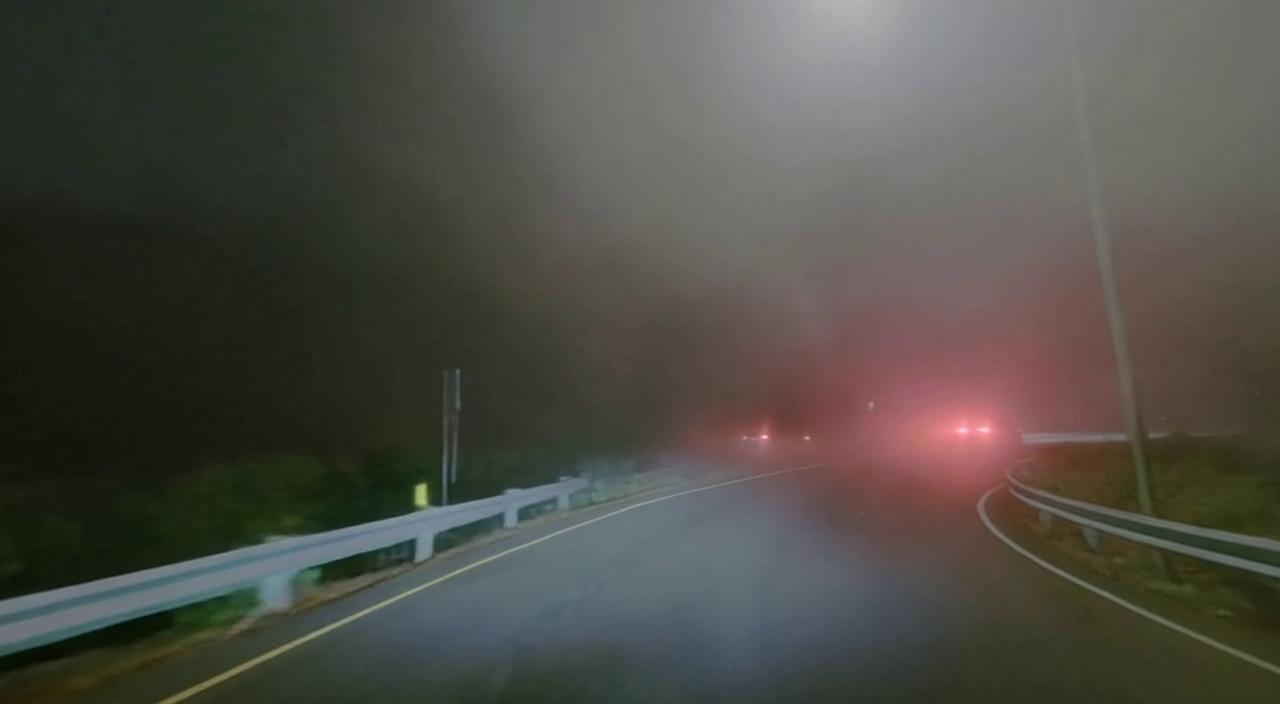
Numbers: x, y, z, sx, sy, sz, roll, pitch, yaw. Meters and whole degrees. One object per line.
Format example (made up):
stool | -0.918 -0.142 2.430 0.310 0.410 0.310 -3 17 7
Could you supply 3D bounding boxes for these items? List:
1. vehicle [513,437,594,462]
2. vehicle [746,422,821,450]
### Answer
vehicle | -5.788 6.548 42.294 4.957 1.593 1.871 5 -10 -28
vehicle | 8.558 5.049 37.637 3.990 1.549 1.971 5 -10 -26
